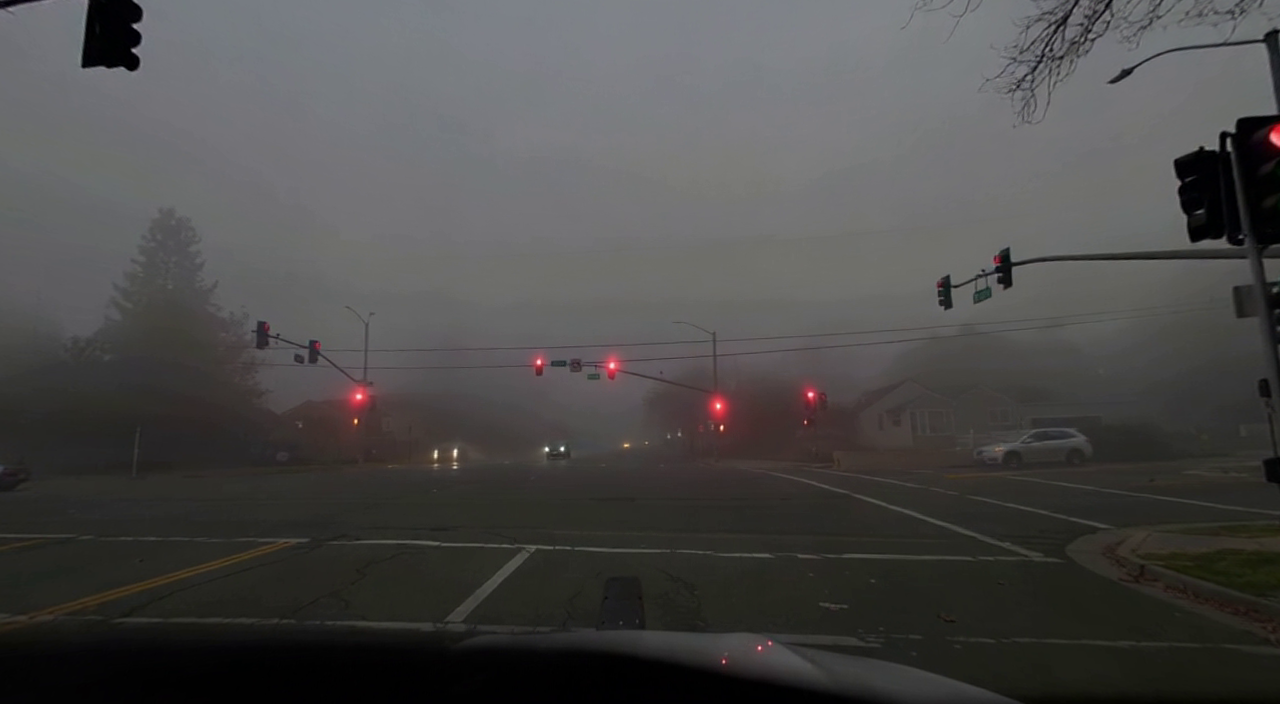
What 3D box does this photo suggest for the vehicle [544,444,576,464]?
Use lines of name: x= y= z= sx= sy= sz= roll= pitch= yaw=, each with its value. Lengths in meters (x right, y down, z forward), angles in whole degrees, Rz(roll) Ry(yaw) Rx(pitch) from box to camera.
vehicle: x=-6.116 y=7.833 z=48.644 sx=1.936 sy=1.444 sz=4.168 roll=0 pitch=-8 yaw=0
